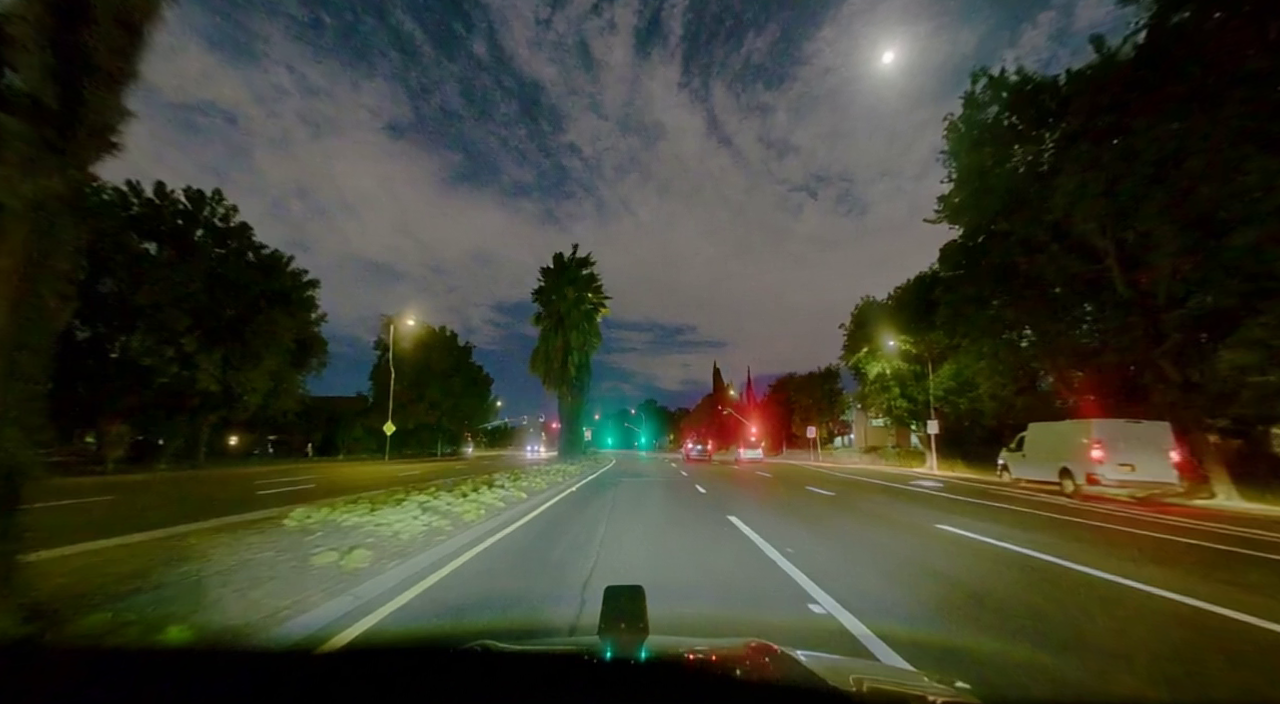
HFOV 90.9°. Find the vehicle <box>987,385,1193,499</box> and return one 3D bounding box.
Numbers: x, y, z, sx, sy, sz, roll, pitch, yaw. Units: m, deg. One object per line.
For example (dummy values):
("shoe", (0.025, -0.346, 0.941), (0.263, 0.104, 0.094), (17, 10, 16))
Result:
("vehicle", (14.068, 2.902, 20.400), (2.703, 3.137, 5.589), (-1, -8, 4))

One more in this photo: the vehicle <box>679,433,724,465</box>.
("vehicle", (3.668, 5.910, 38.483), (2.046, 1.818, 4.603), (0, -8, -3))

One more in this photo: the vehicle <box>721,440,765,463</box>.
("vehicle", (6.976, 6.776, 43.122), (1.969, 1.522, 4.609), (0, -8, -3))
